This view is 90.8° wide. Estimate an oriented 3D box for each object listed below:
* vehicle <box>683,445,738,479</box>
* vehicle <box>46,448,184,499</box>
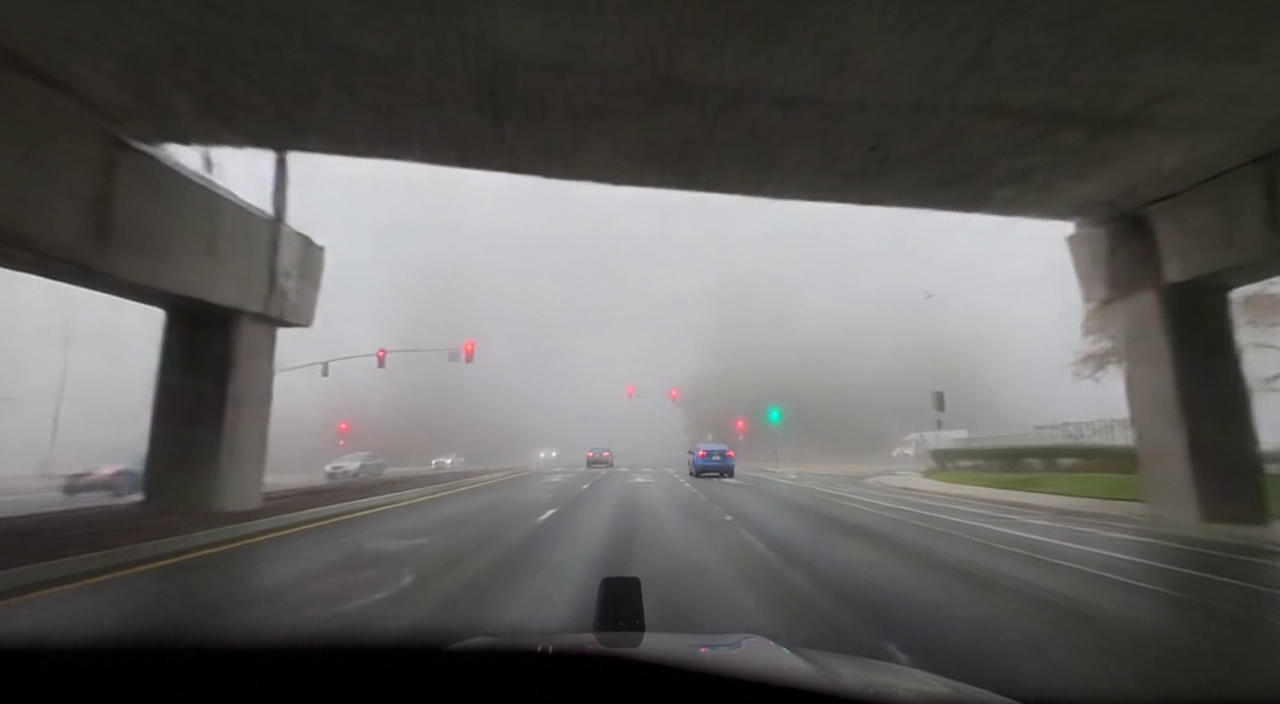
[{"bbox_3d":[3.298,5.256,30.437,2.068,1.497,4.247,0,-8,-1],"label":"vehicle"},{"bbox_3d":[-20.542,4.714,24.984,1.918,1.790,4.081,1,-8,-1],"label":"vehicle"}]
